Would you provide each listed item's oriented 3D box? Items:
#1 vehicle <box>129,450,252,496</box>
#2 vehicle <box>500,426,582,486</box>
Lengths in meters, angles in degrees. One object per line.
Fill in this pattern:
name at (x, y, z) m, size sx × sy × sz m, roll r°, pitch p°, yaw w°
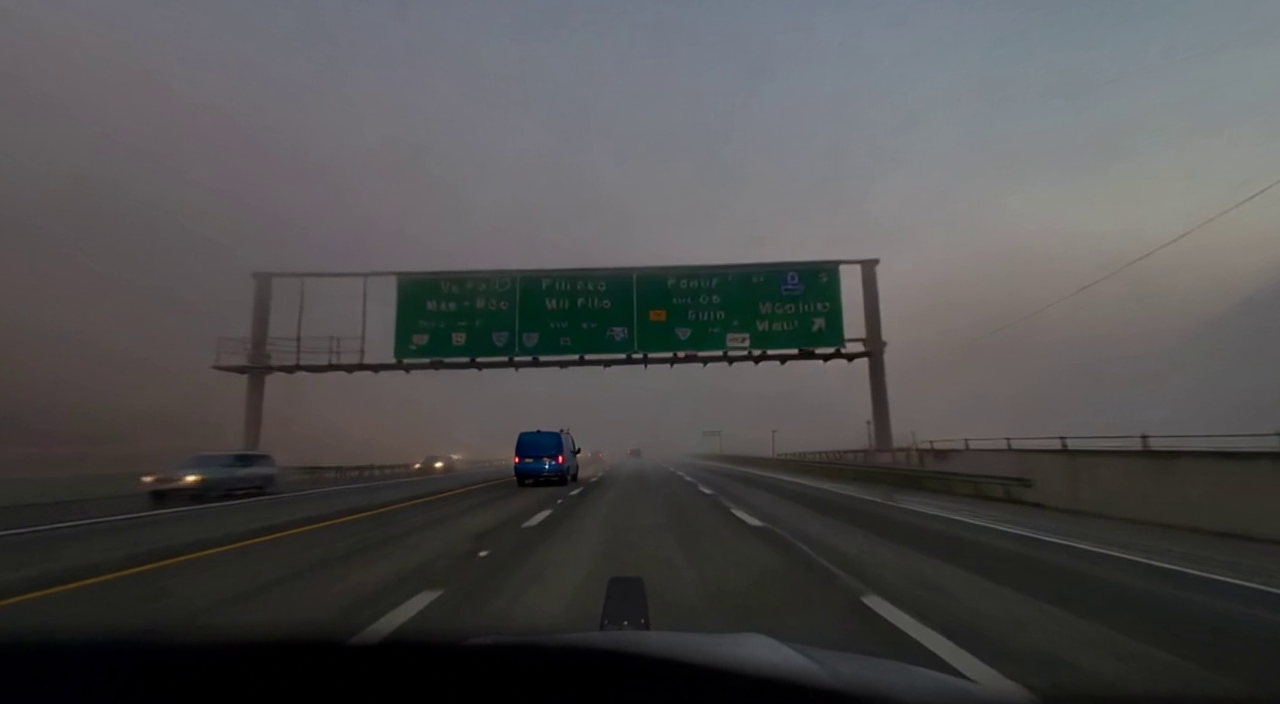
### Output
vehicle at (-16.022, 4.283, 22.663) m, size 1.727 × 1.450 × 3.615 m, roll 0°, pitch -8°, yaw 0°
vehicle at (-3.582, 3.873, 23.687) m, size 2.281 × 2.025 × 4.586 m, roll 0°, pitch -8°, yaw 0°
